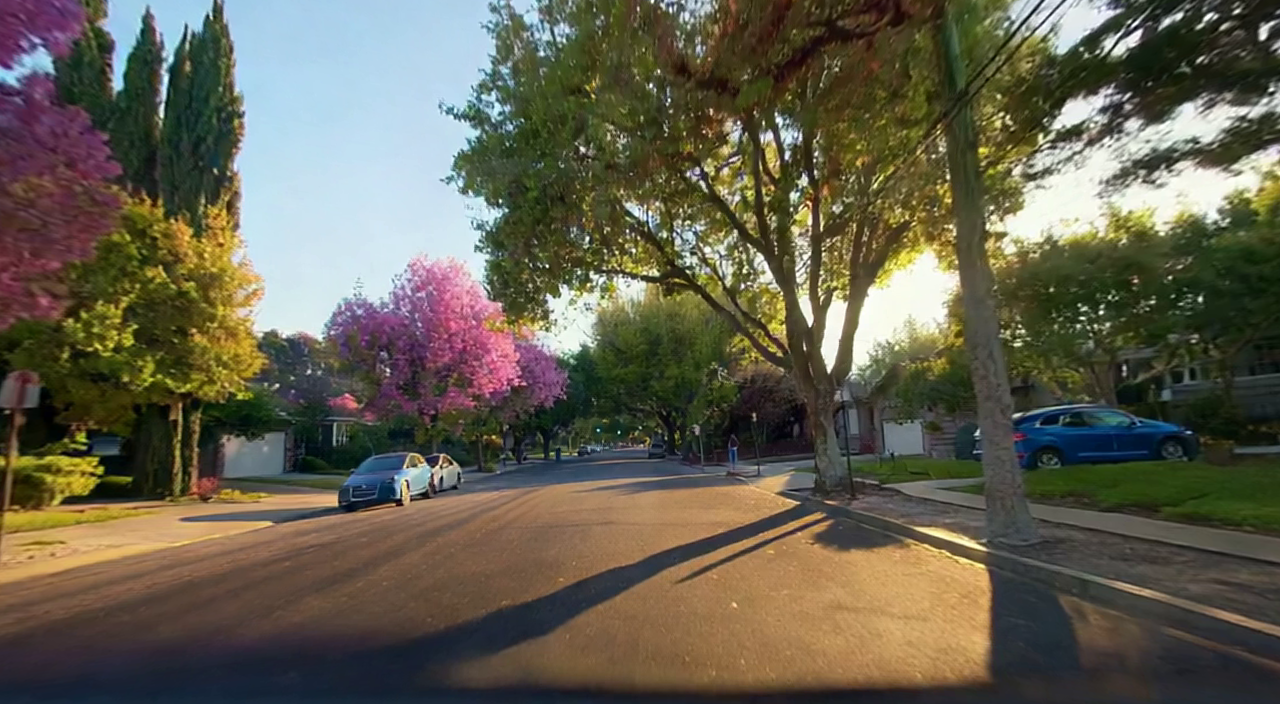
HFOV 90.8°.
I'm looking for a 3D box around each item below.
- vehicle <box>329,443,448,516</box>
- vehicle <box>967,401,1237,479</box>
[{"bbox_3d":[-6.430,3.226,16.672,1.874,1.497,4.233,-2,-7,-7],"label":"vehicle"},{"bbox_3d":[11.497,2.235,16.040,5.198,1.813,2.028,0,-8,-1],"label":"vehicle"}]
